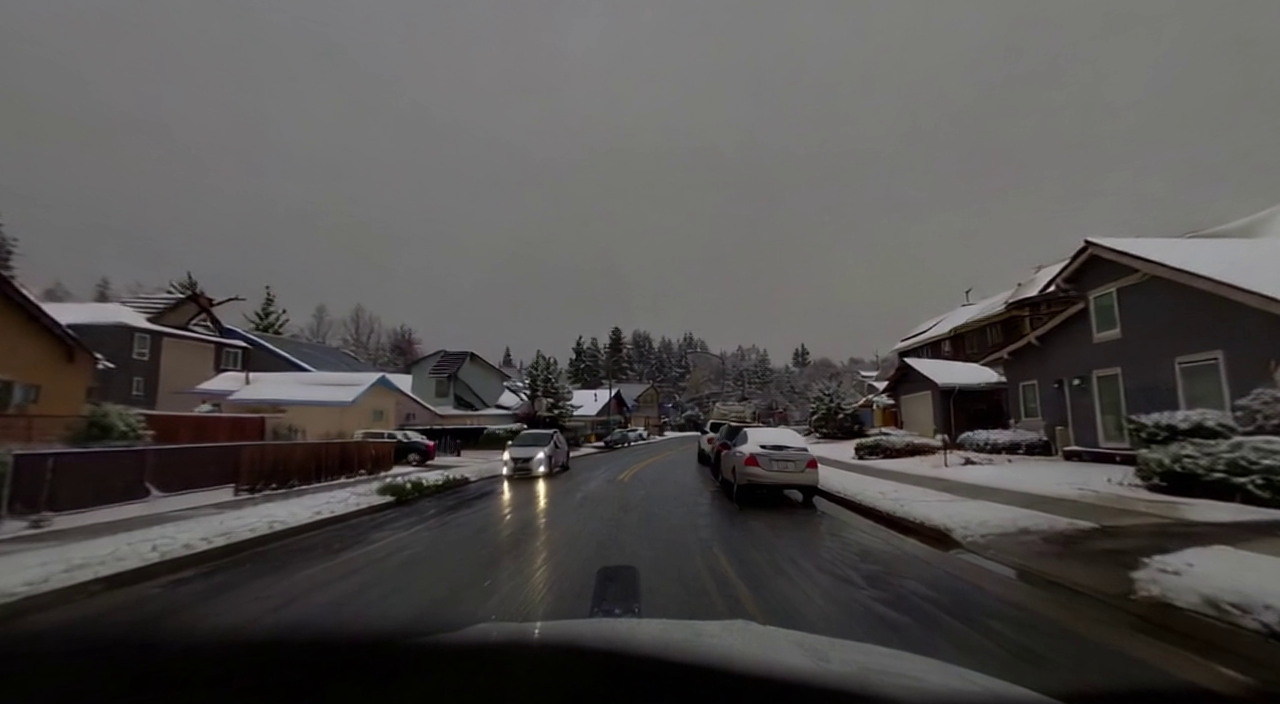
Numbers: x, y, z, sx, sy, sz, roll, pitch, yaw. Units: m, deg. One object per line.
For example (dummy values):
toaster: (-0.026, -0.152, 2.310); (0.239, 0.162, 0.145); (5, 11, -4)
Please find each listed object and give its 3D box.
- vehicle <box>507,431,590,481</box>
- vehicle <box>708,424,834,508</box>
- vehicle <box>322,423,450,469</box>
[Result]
vehicle: (-2.943, 3.441, 21.209); (1.972, 1.499, 4.191); (-1, -8, 3)
vehicle: (2.582, 2.333, 13.407); (1.998, 1.494, 3.927); (0, -8, 3)
vehicle: (-10.117, 3.768, 25.357); (4.205, 1.745, 2.121); (-1, -8, 4)
